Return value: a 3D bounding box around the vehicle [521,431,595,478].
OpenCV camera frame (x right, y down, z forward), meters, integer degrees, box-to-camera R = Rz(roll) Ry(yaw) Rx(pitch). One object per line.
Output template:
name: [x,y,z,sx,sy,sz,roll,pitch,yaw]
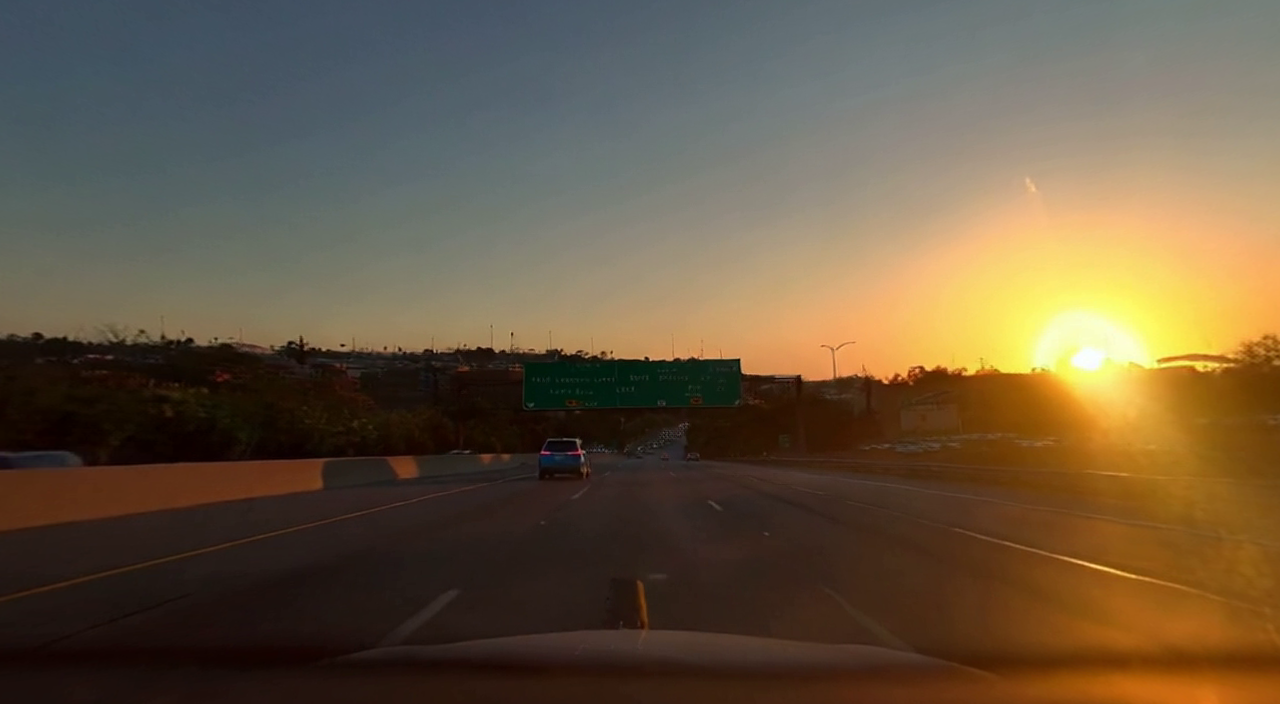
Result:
vehicle: [-3.622,4.688,29.109,2.431,1.928,5.760,0,-9,2]
